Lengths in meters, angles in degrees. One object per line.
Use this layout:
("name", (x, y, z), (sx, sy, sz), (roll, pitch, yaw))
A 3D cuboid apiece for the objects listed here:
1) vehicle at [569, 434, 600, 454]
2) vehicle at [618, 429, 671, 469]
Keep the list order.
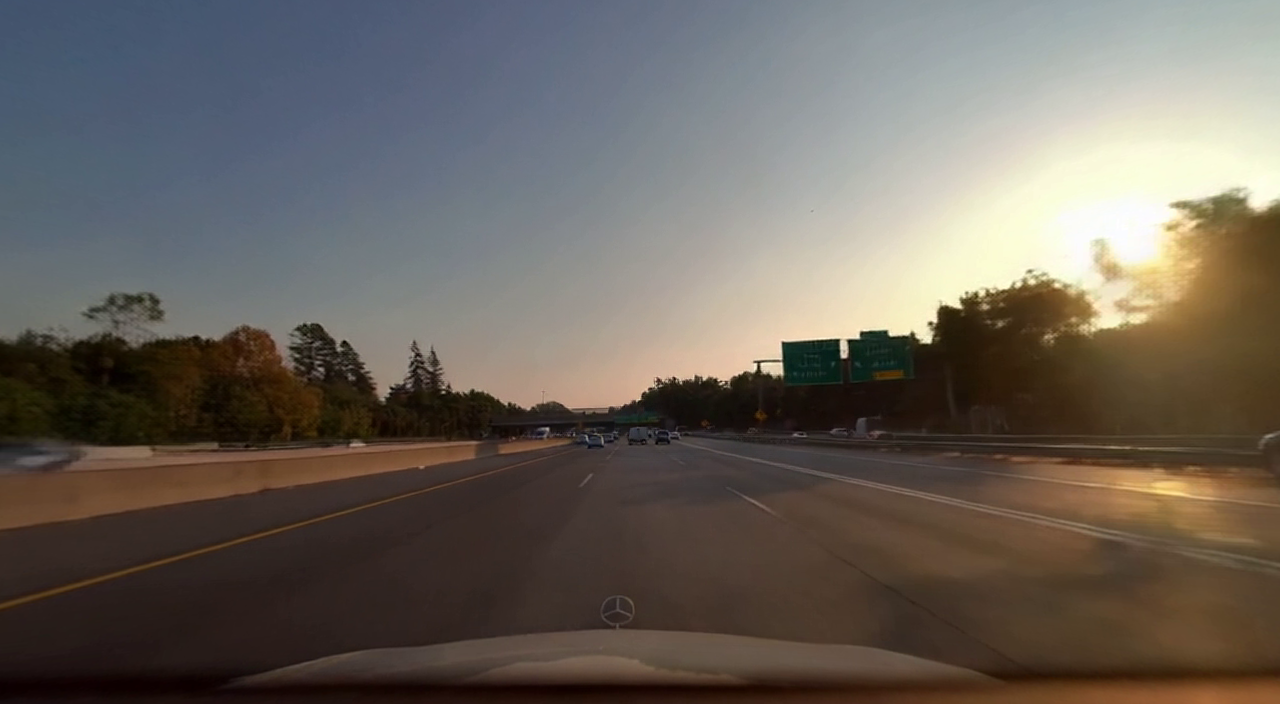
("vehicle", (-4.222, 7.072, 48.489), (2.014, 1.471, 4.380), (0, -8, -1))
("vehicle", (0.120, 4.114, 26.856), (2.086, 1.554, 3.875), (0, -8, -2))
